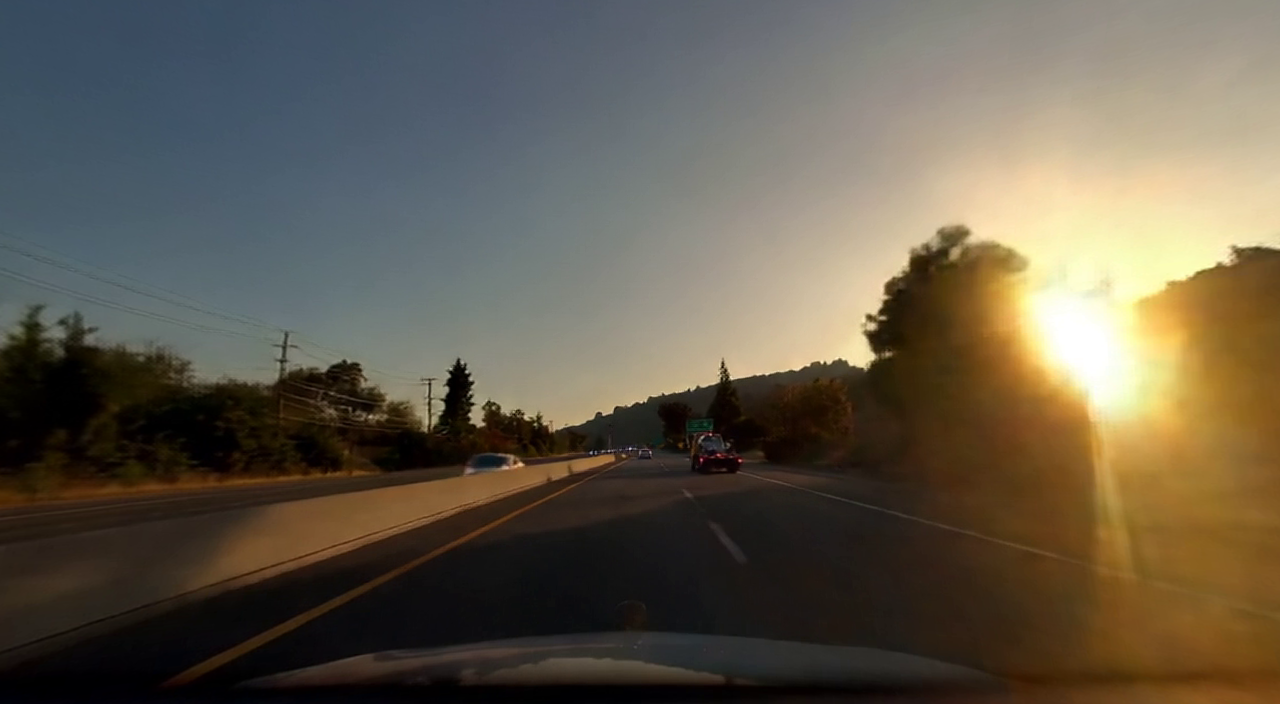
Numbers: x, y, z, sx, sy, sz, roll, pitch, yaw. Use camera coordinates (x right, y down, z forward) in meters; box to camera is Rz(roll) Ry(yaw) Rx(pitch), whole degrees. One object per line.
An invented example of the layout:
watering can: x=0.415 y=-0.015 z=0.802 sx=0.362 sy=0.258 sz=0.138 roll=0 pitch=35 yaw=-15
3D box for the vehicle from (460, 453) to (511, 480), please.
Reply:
vehicle: x=-9.330 y=6.926 z=38.519 sx=1.898 sy=1.480 sz=4.694 roll=0 pitch=-9 yaw=0

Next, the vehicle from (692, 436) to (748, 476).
vehicle: x=4.345 y=5.793 z=35.315 sx=2.309 sy=2.003 sz=5.139 roll=0 pitch=-9 yaw=-2
